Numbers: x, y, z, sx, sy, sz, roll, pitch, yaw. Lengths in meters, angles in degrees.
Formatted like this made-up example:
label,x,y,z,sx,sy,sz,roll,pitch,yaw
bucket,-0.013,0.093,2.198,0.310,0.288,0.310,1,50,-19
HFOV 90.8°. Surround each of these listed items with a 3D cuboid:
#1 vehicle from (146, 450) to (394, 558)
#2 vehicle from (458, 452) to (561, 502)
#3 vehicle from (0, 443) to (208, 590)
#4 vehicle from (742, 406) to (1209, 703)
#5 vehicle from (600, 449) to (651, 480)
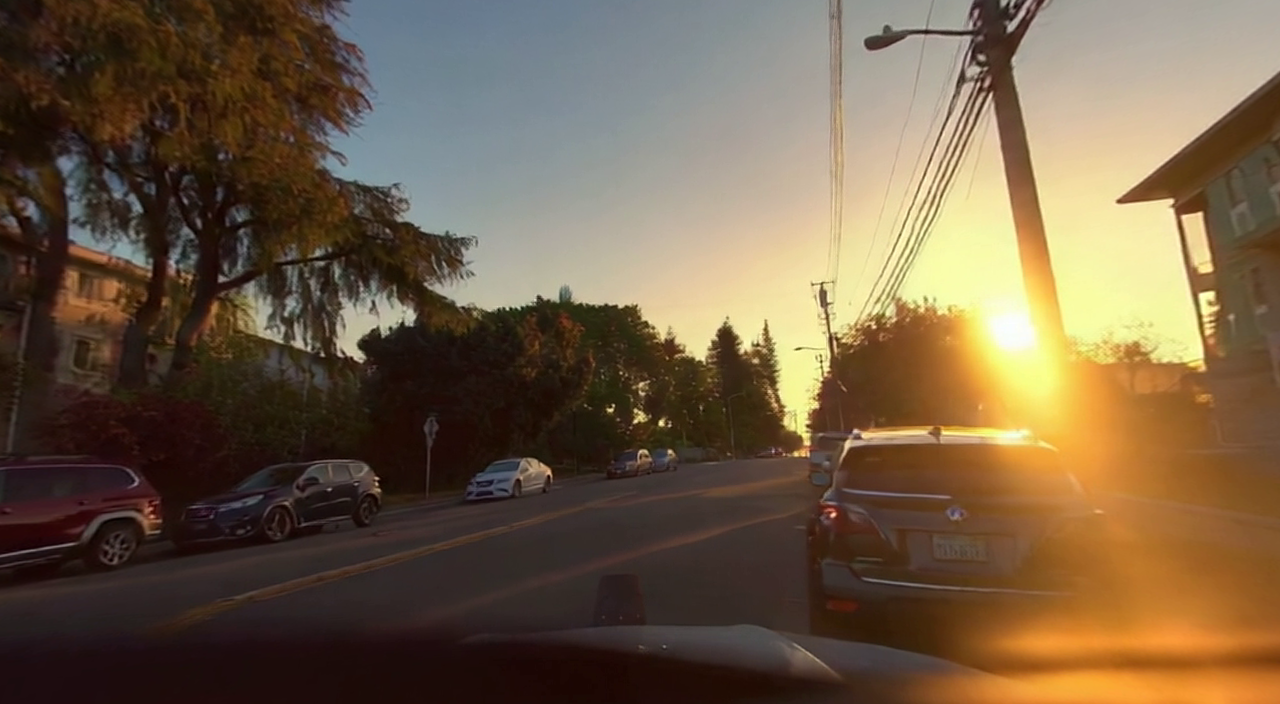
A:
label,x,y,z,sx,sy,sz,roll,pitch,yaw
vehicle,-7.693,3.171,13.805,2.068,1.745,4.579,-9,-11,11
vehicle,-5.056,4.969,25.150,2.017,1.582,4.664,-9,-13,14
vehicle,-9.053,2.327,8.729,1.973,1.848,5.100,-10,-11,12
vehicle,2.187,1.384,5.387,2.030,1.535,4.683,-2,-9,16
vehicle,-0.841,7.038,39.893,2.011,1.801,4.676,-2,-9,15
